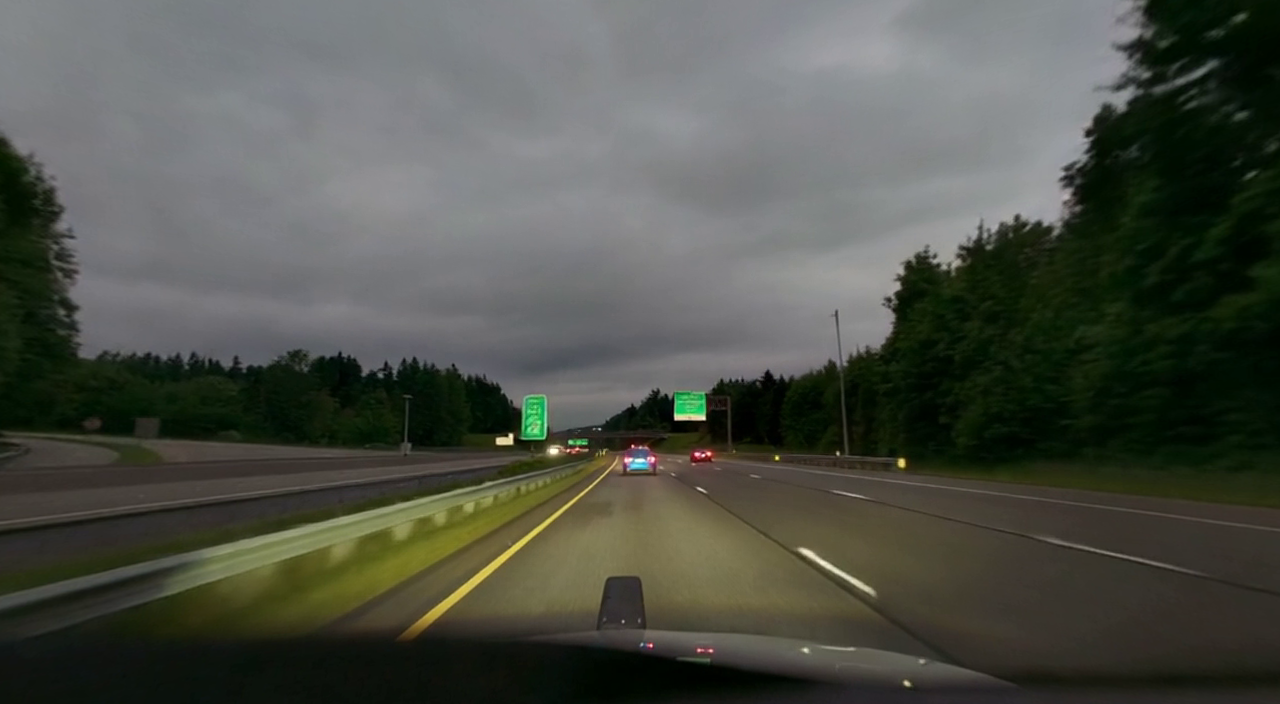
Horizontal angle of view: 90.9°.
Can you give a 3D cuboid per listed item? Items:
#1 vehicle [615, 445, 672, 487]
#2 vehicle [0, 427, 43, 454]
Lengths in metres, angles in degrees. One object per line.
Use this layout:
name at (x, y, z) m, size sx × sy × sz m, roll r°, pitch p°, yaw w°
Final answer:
vehicle at (0.097, 4.444, 24.890) m, size 2.069 × 1.523 × 4.012 m, roll 0°, pitch -9°, yaw -1°
vehicle at (-48.222, 6.839, 48.403) m, size 5.047 × 1.950 × 2.329 m, roll -6°, pitch -11°, yaw 37°
